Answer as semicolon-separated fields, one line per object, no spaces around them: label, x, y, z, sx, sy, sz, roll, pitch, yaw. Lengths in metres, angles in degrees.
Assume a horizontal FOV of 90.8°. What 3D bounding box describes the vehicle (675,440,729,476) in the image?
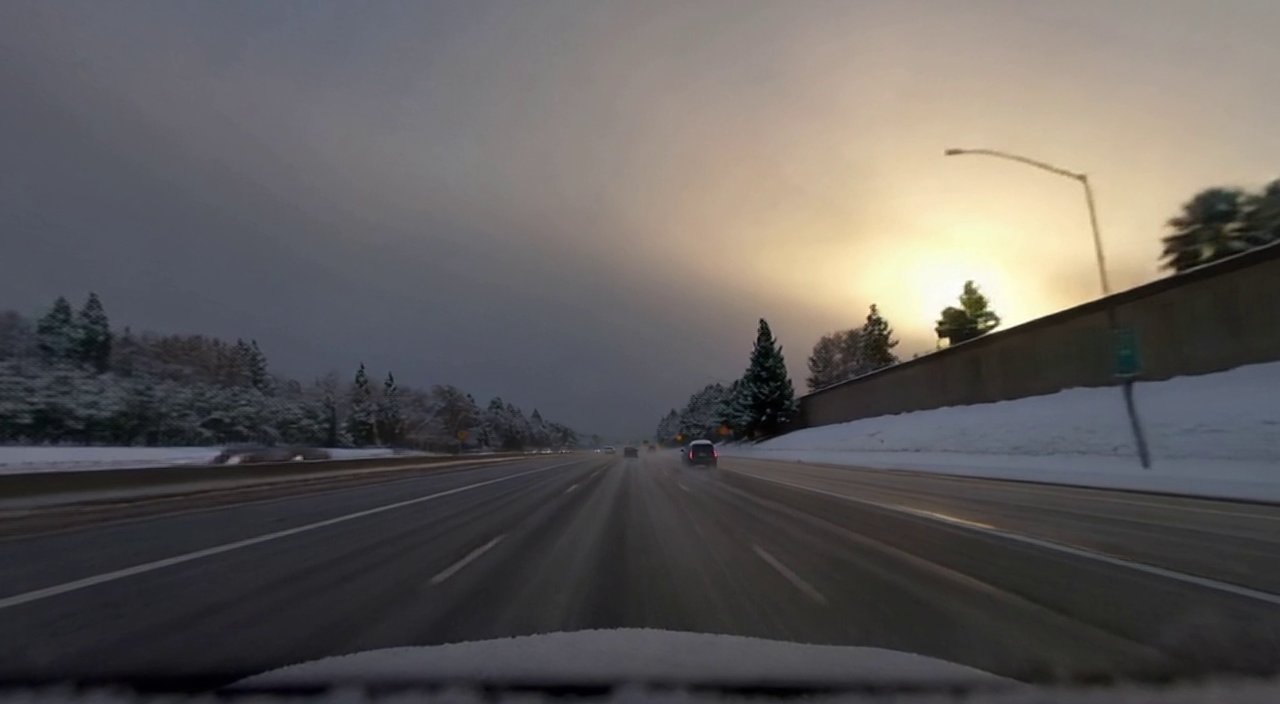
vehicle;3.029;5.299;31.907;2.130;1.677;4.317;0;-9;-2

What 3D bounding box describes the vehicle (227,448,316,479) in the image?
vehicle;-19.681;5.965;34.029;1.942;1.518;4.650;0;-9;0
